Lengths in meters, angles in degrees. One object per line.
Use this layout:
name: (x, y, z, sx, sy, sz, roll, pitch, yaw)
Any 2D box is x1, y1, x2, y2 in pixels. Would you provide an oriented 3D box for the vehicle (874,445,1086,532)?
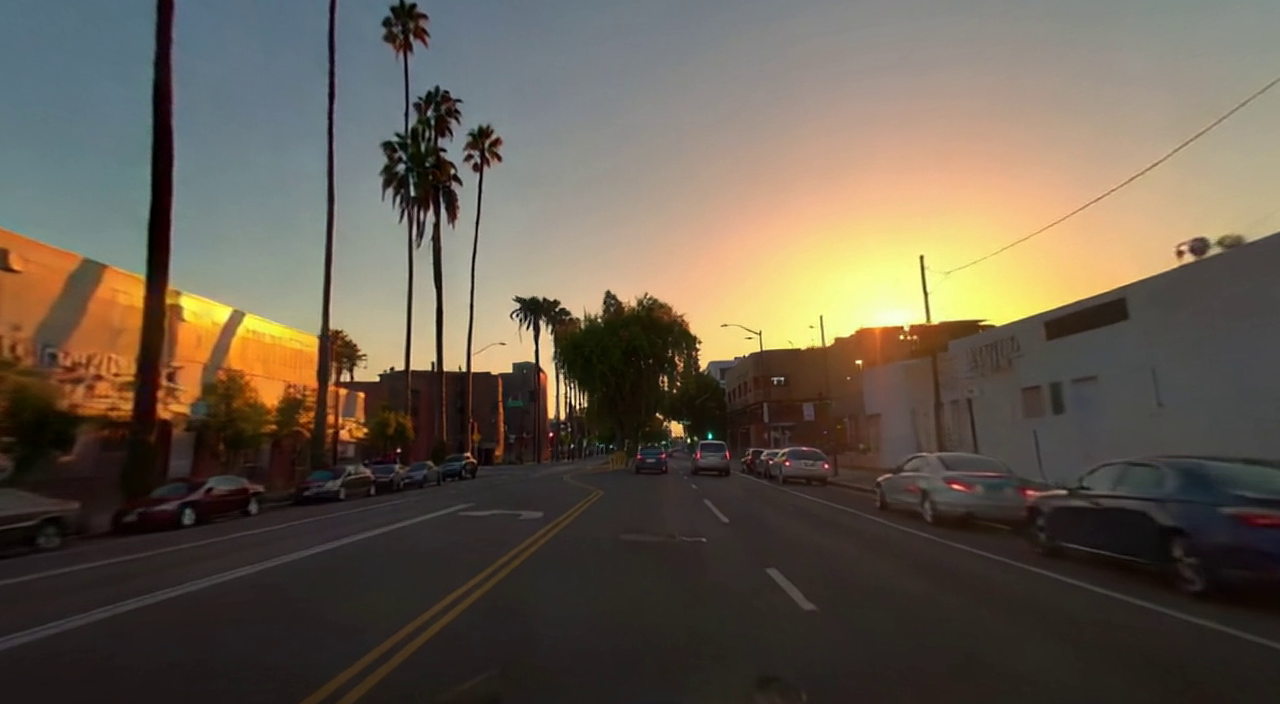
vehicle: (6.732, 2.704, 13.215, 1.932, 1.464, 4.475, 0, -9, 0)

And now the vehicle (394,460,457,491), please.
vehicle: (-11.842, 6.883, 35.209, 1.978, 1.501, 4.355, -3, -11, 0)

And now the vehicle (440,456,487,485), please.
vehicle: (-11.857, 8.043, 42.692, 1.949, 1.682, 4.094, -3, -12, 0)

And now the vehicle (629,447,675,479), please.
vehicle: (0.563, 5.393, 31.025, 2.088, 1.452, 3.993, 0, -9, 0)

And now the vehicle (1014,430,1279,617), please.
vehicle: (6.466, 1.728, 7.233, 1.914, 1.560, 4.278, -1, -9, 3)

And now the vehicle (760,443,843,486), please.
vehicle: (6.746, 4.736, 26.949, 2.174, 1.643, 4.860, 0, -9, -1)

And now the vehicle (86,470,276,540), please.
vehicle: (-12.471, 4.147, 17.642, 1.949, 1.470, 4.532, 0, -9, -1)

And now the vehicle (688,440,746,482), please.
vehicle: (3.295, 4.783, 27.956, 2.003, 1.702, 4.288, 0, -9, 0)

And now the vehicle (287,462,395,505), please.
vehicle: (-12.092, 5.401, 25.961, 2.188, 1.490, 4.511, -3, -12, 0)
